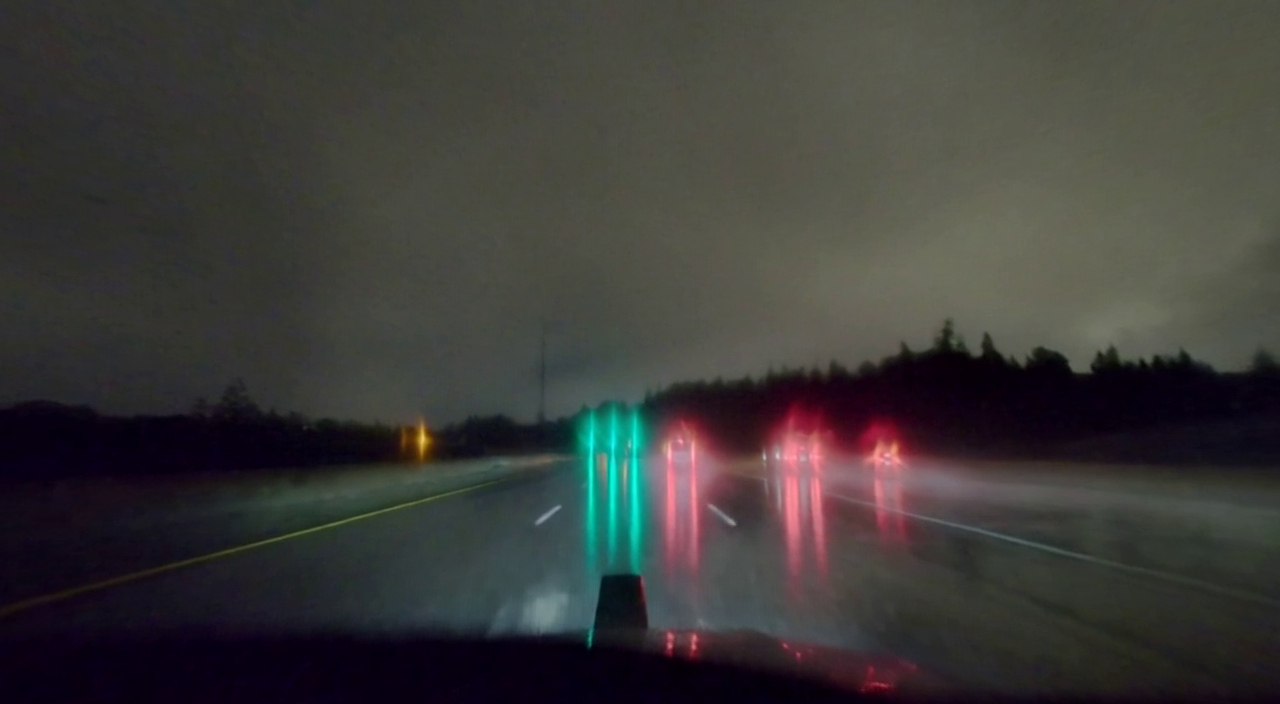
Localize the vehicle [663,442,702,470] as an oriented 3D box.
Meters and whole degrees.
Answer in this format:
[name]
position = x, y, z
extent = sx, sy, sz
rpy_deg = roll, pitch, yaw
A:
[vehicle]
position = 2.947, 7.341, 44.450
extent = 2.233, 1.861, 4.494
rpy_deg = 1, -9, -3
